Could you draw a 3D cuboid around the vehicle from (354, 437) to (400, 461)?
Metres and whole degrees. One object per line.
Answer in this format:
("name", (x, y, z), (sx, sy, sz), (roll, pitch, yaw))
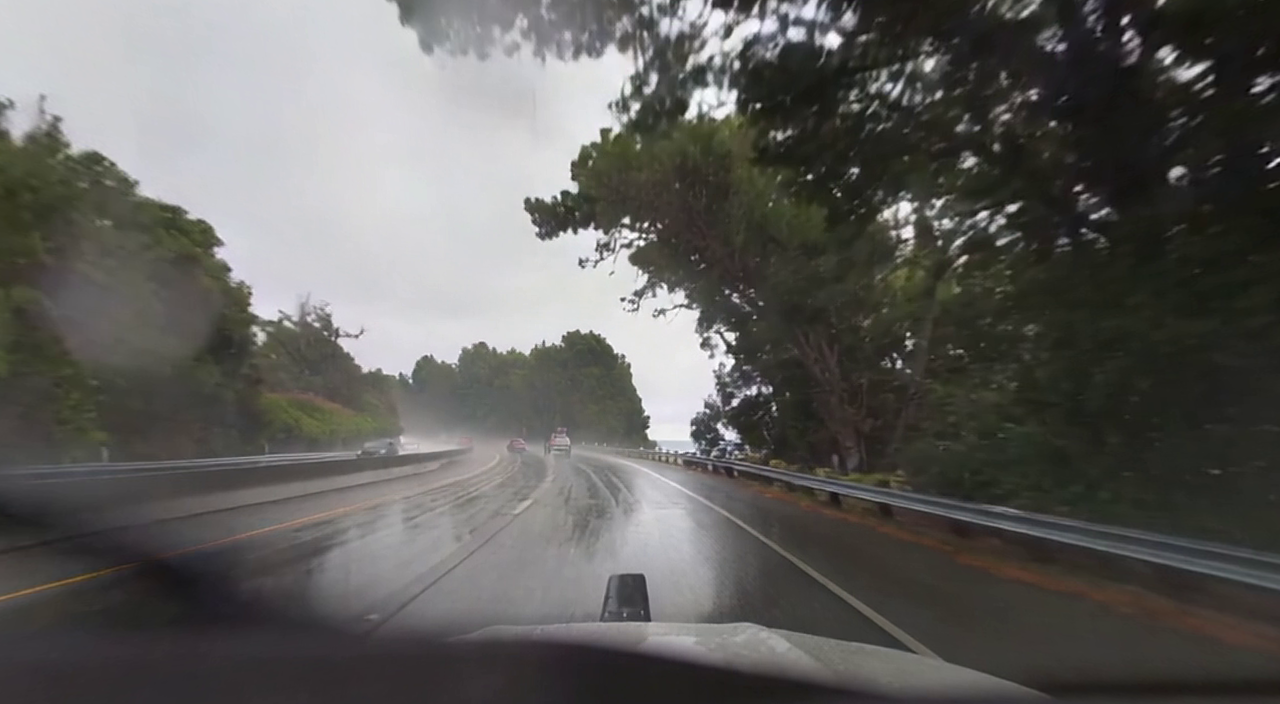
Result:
("vehicle", (-19.976, 7.384, 48.098), (2.331, 1.704, 4.213), (2, -9, -11))

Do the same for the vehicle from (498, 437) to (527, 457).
("vehicle", (-10.012, 7.466, 49.421), (2.065, 1.466, 4.281), (2, -9, -13))
